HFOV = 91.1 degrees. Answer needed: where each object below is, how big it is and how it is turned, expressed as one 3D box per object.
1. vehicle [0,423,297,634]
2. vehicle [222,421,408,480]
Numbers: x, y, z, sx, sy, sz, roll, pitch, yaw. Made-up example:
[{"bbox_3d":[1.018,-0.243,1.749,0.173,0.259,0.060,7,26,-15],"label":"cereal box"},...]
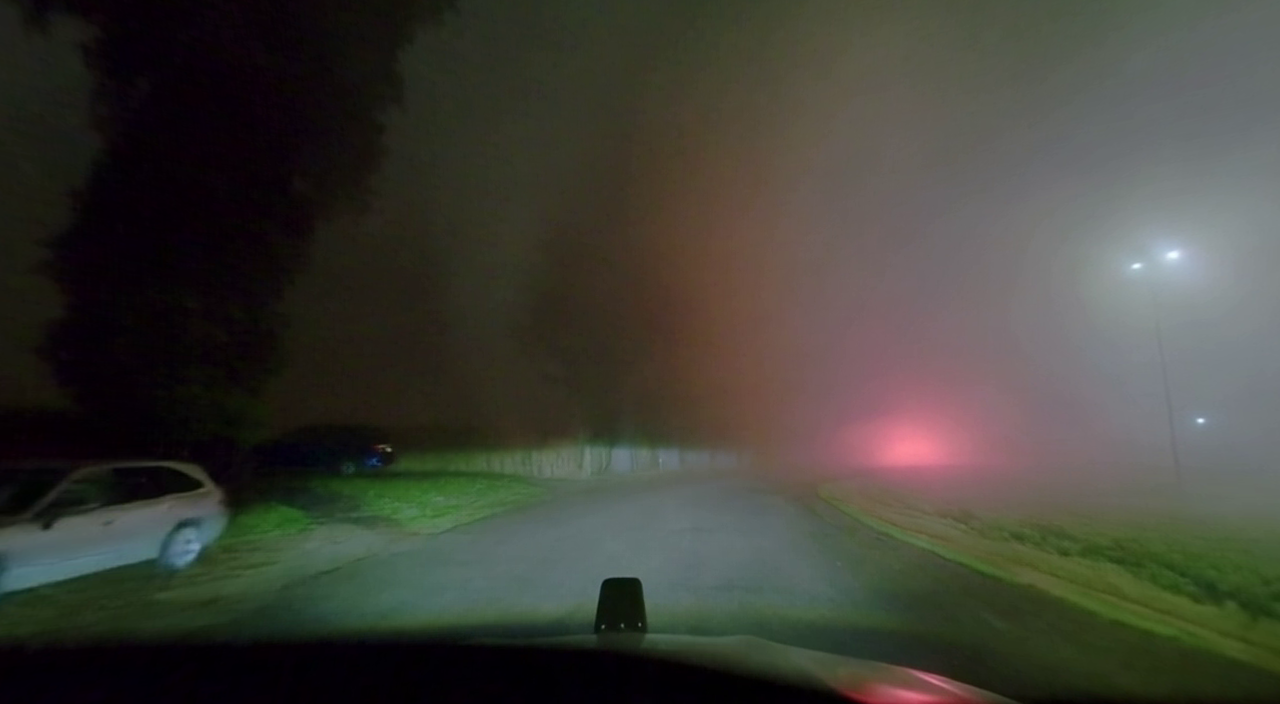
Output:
[{"bbox_3d":[-5.740,1.537,6.009,2.166,1.512,4.822,0,-10,0],"label":"vehicle"},{"bbox_3d":[-9.597,2.932,18.742,4.594,1.607,1.873,-1,-9,8],"label":"vehicle"}]
